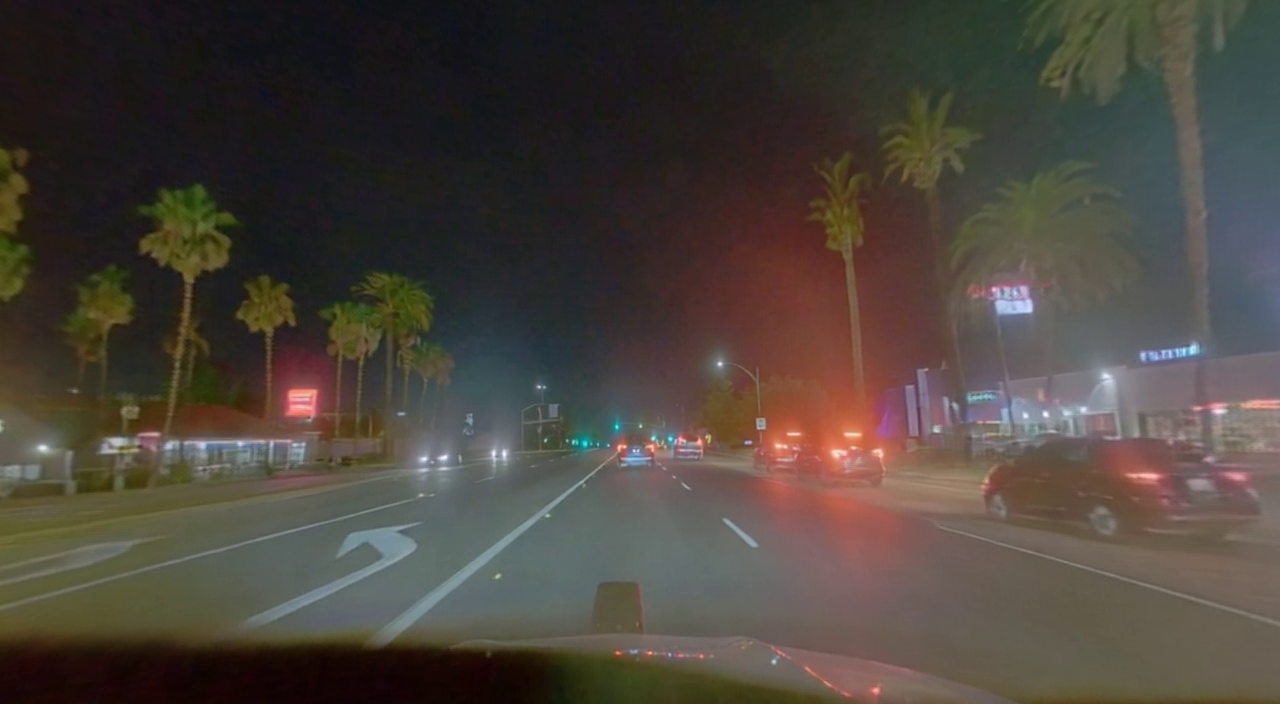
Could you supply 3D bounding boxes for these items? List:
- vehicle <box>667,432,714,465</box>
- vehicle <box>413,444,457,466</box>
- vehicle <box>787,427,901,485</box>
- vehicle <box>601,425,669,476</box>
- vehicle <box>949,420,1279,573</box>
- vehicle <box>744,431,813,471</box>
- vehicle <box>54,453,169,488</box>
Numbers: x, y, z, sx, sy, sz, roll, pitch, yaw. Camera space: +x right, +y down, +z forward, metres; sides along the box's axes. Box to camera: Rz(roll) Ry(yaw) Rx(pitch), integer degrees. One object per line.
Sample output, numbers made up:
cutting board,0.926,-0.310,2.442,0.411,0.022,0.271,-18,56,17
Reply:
vehicle,2.827,5.542,36.344,2.187,1.777,4.444,0,-9,-2
vehicle,-15.238,7.693,47.235,1.875,1.513,4.260,0,-9,-1
vehicle,6.495,3.391,20.797,2.100,1.675,4.536,0,-9,-2
vehicle,-0.232,3.942,25.299,2.428,1.816,4.959,0,-9,-1
vehicle,6.592,1.786,8.724,2.038,1.476,5.032,0,-9,-1
vehicle,6.366,4.619,29.625,2.001,1.692,4.800,0,-9,-2
vehicle,-27.929,6.257,33.502,4.139,1.702,2.040,0,-9,-3
